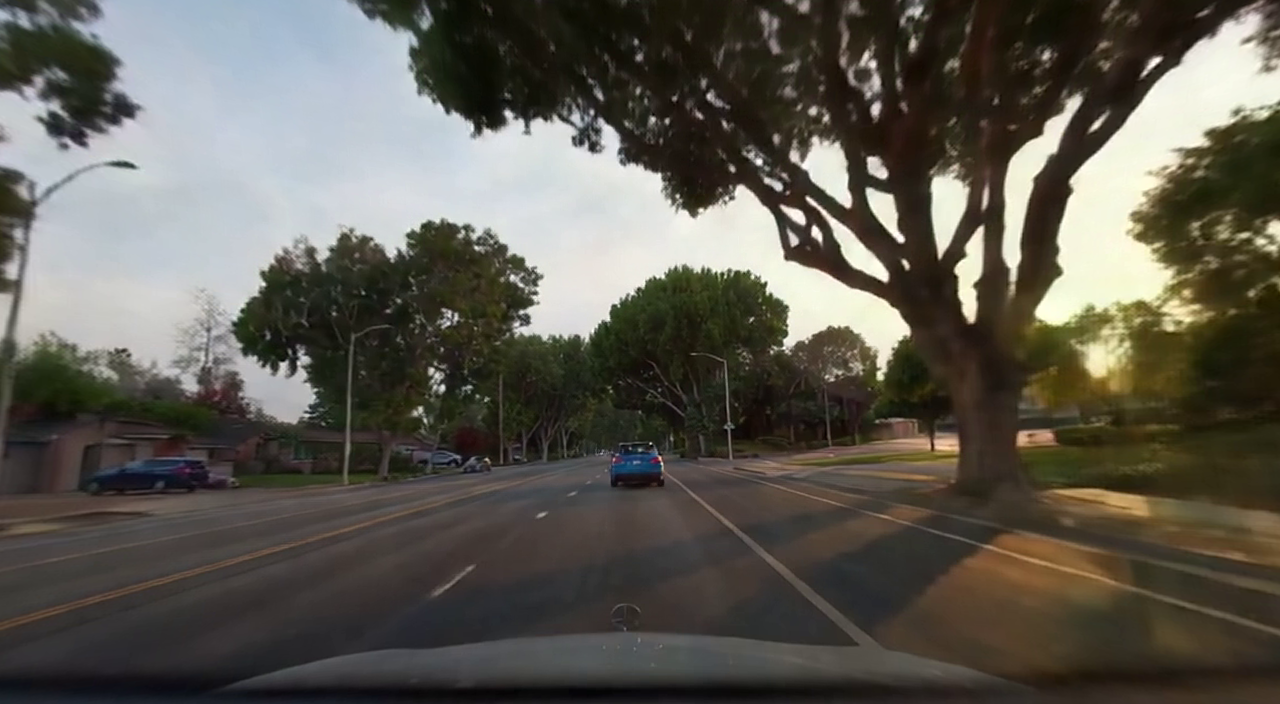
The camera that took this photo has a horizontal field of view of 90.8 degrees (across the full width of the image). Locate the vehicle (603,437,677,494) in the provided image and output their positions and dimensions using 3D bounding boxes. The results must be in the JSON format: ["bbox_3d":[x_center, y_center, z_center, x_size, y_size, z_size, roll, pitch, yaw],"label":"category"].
[{"bbox_3d":[-0.026,3.627,20.628,2.181,1.639,4.127,0,-9,-1],"label":"vehicle"}]

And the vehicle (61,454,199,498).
[{"bbox_3d":[-23.786,5.755,29.598,4.866,1.614,1.911,-4,-8,0],"label":"vehicle"}]

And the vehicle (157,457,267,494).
[{"bbox_3d":[-21.798,6.297,32.305,4.241,1.500,1.956,-4,-9,0],"label":"vehicle"}]
